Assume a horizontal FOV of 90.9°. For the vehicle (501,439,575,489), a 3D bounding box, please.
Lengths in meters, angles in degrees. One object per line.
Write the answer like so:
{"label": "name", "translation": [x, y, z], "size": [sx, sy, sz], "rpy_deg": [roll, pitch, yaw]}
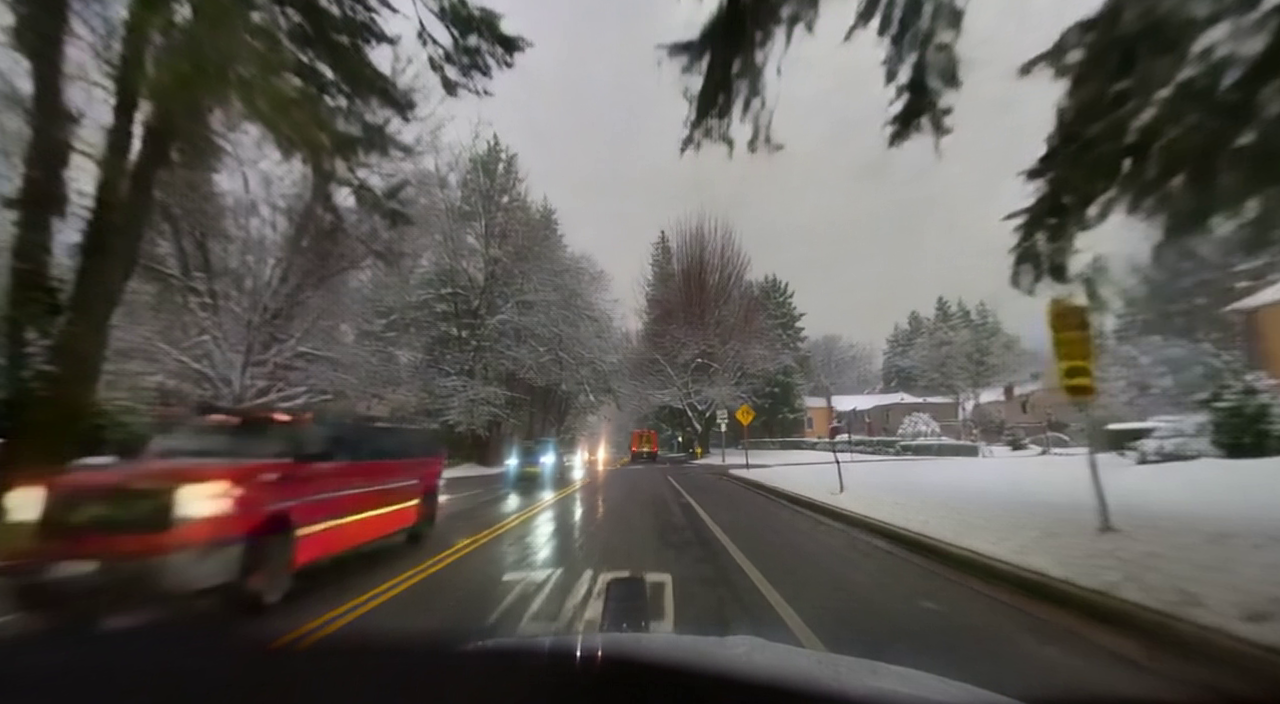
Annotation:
{"label": "vehicle", "translation": [-4.019, 4.513, 25.782], "size": [2.134, 1.821, 4.719], "rpy_deg": [0, -9, 1]}

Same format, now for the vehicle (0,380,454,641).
{"label": "vehicle", "translation": [-4.203, 1.590, 7.447], "size": [2.267, 1.975, 5.112], "rpy_deg": [0, -9, 2]}
